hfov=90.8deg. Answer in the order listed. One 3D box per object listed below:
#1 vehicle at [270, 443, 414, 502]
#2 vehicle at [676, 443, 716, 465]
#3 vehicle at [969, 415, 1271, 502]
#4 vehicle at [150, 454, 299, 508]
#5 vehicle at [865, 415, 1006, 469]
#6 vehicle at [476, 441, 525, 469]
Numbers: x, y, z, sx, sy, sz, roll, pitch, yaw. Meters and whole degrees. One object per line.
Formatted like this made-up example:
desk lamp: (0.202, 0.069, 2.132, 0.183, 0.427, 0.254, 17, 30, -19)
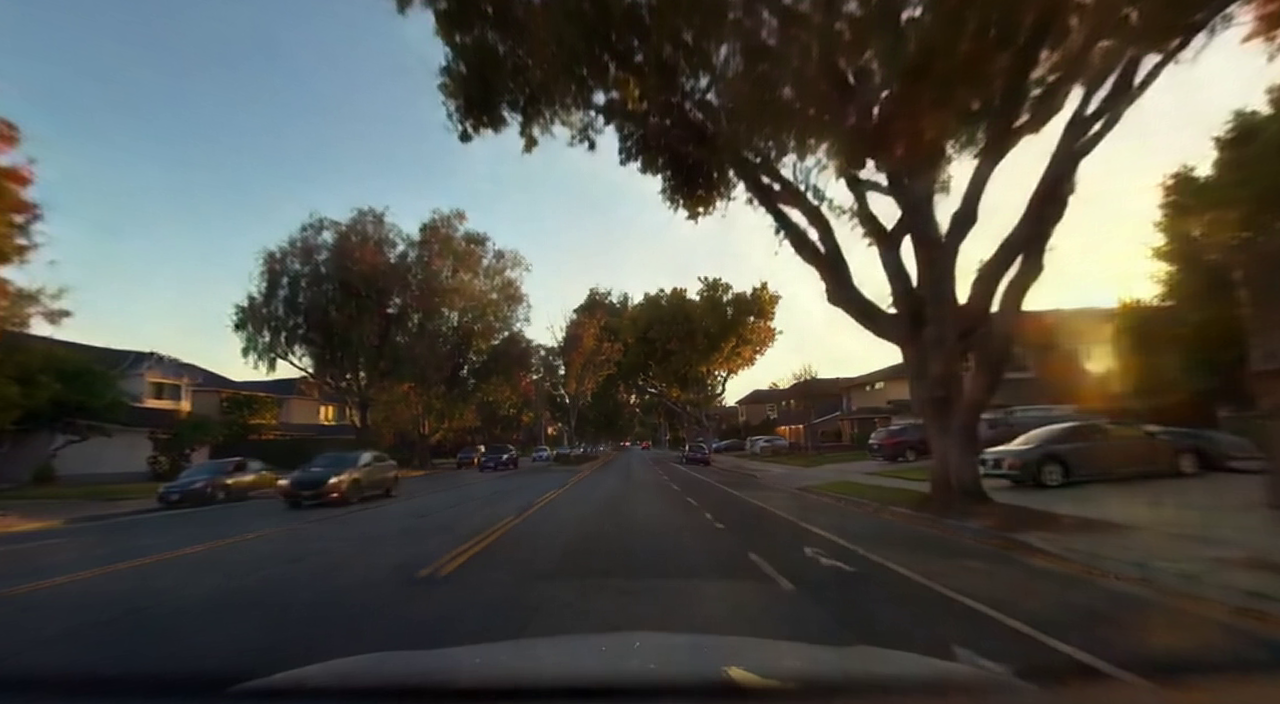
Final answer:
vehicle: (-8.520, 3.453, 18.648, 1.973, 1.509, 4.651, 0, -8, 0)
vehicle: (3.809, 7.045, 43.984, 1.946, 1.431, 4.695, 1, -8, -5)
vehicle: (9.701, 2.171, 13.079, 4.690, 1.579, 1.878, -1, -8, -1)
vehicle: (-13.346, 4.121, 20.689, 1.850, 1.472, 4.511, 0, -8, -1)
vehicle: (11.931, 3.659, 25.737, 4.625, 1.711, 1.910, -5, -8, 1)
vehicle: (-8.738, 6.488, 39.937, 2.030, 1.632, 4.520, 0, -8, 0)
